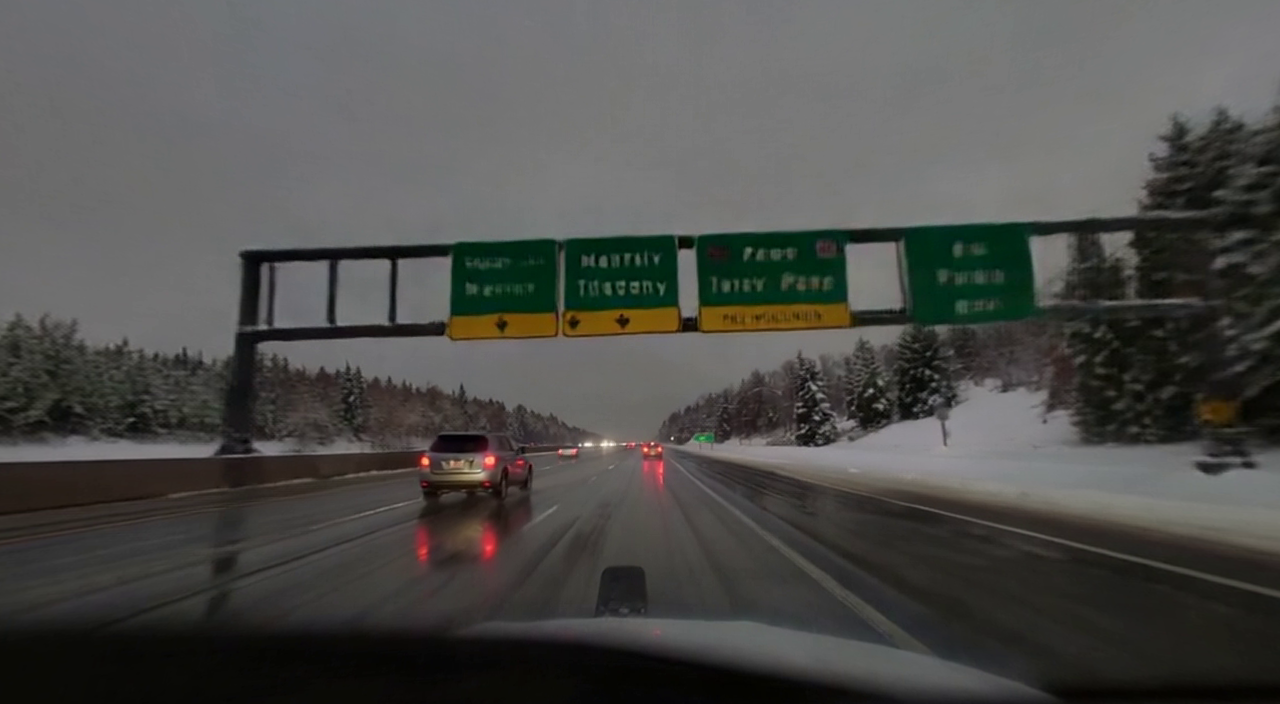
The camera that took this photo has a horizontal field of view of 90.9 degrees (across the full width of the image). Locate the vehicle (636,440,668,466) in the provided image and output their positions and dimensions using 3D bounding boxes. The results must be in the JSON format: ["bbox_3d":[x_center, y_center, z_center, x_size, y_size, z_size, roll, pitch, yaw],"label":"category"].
[{"bbox_3d":[0.751,6.709,42.085,2.023,1.589,4.030,0,-8,0],"label":"vehicle"}]

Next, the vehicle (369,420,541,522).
[{"bbox_3d":[-3.605,2.419,13.347,2.214,1.759,4.435,-1,-8,1],"label":"vehicle"}]
